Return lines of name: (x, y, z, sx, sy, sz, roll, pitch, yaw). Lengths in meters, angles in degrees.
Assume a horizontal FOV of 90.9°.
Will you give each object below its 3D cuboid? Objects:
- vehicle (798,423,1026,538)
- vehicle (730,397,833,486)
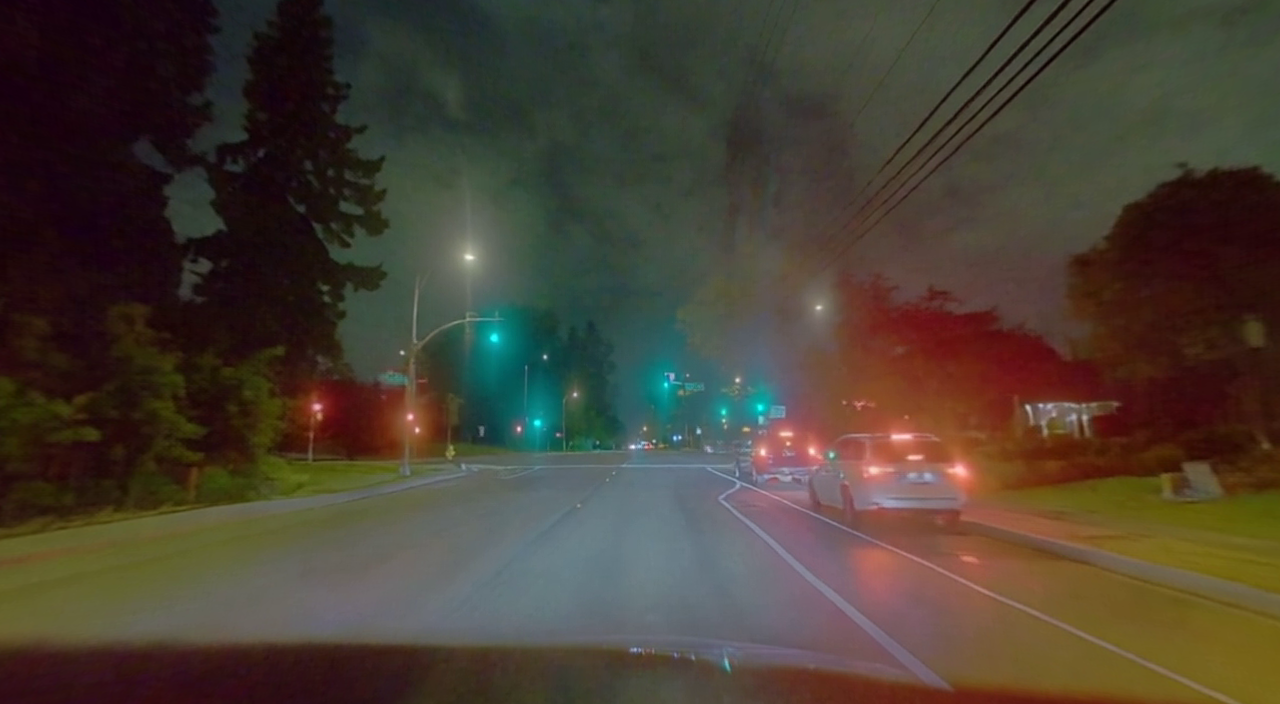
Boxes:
vehicle: (4.676, 2.284, 11.896, 2.202, 1.712, 4.813, 0, -8, 1)
vehicle: (4.851, 3.211, 22.504, 2.398, 2.806, 4.857, 0, -8, -1)
